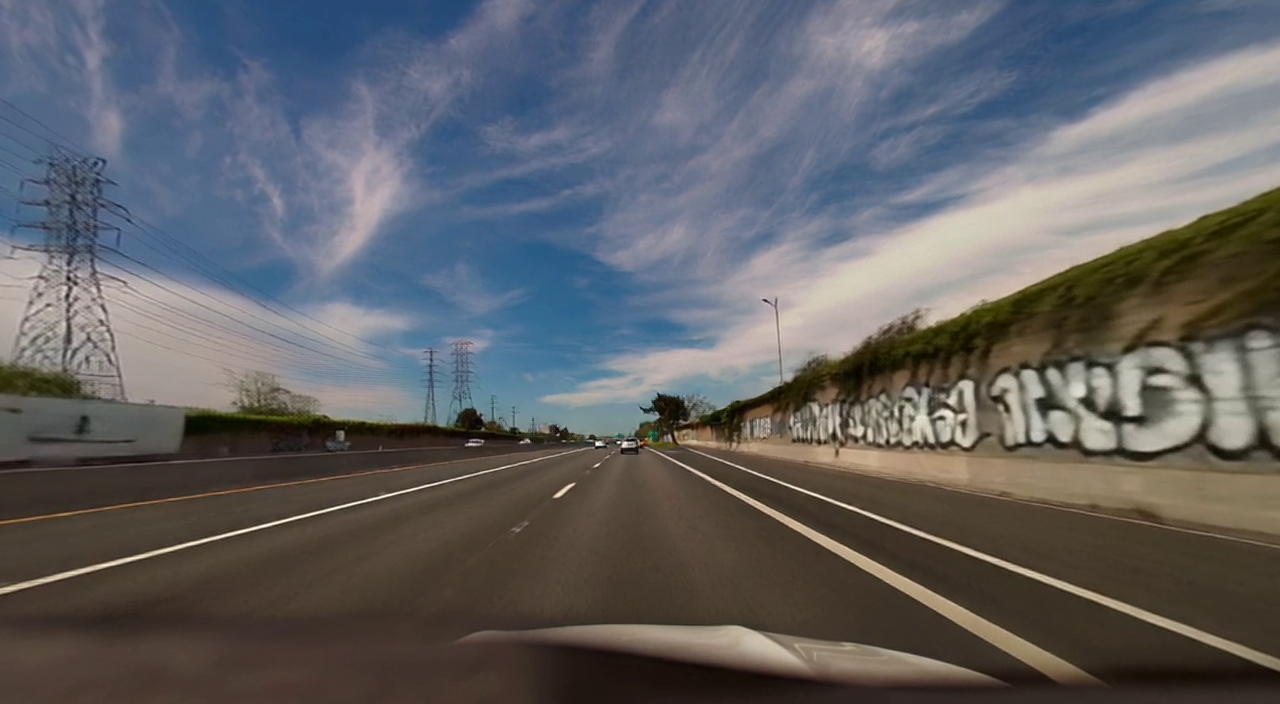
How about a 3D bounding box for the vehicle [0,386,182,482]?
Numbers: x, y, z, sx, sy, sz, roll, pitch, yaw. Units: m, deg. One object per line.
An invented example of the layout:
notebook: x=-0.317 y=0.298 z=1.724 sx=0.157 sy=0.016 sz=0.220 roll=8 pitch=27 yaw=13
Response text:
vehicle: x=-22.851 y=3.044 z=23.286 sx=2.898 sy=3.171 sz=12.148 roll=0 pitch=-8 yaw=-1
